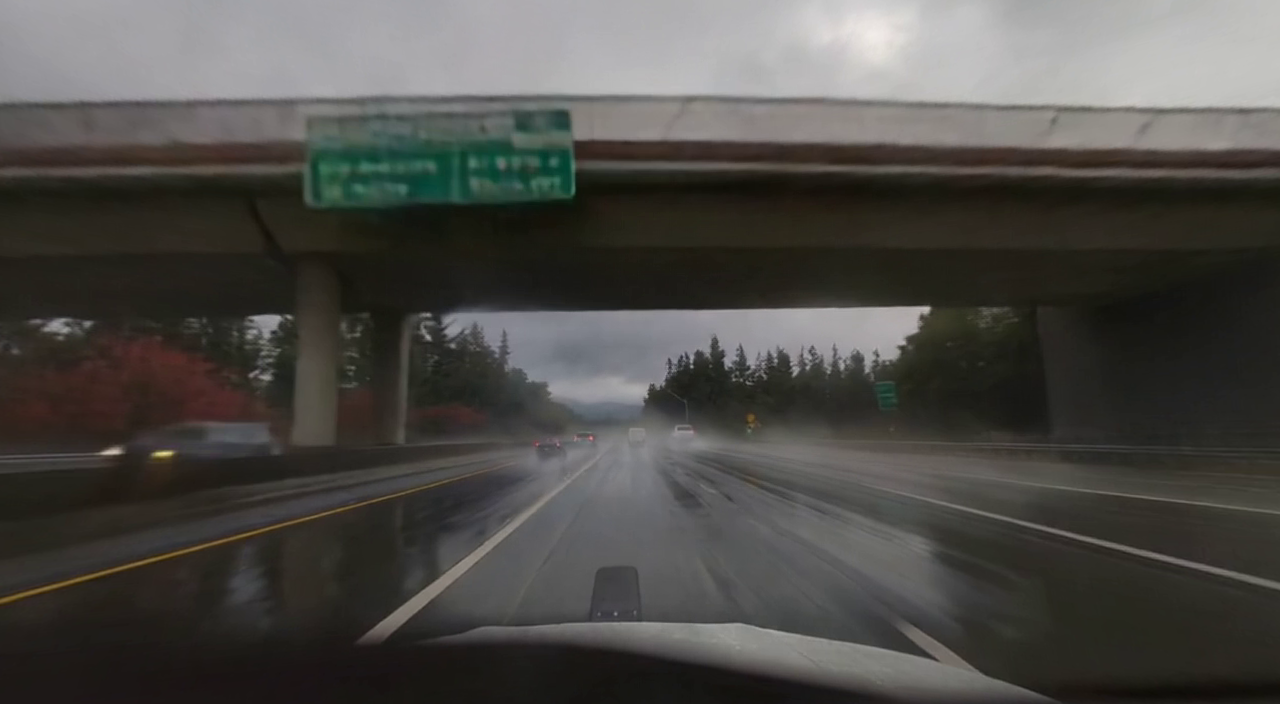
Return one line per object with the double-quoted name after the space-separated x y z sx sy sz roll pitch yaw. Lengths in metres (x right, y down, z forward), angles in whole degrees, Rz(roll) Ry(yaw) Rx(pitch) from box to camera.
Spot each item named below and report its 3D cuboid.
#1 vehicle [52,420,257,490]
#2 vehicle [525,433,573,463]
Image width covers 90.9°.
-13.254 2.817 17.725 2.011 1.687 4.740 0 -8 -1 "vehicle"
-4.774 5.088 33.588 1.933 1.473 4.023 0 -8 0 "vehicle"
